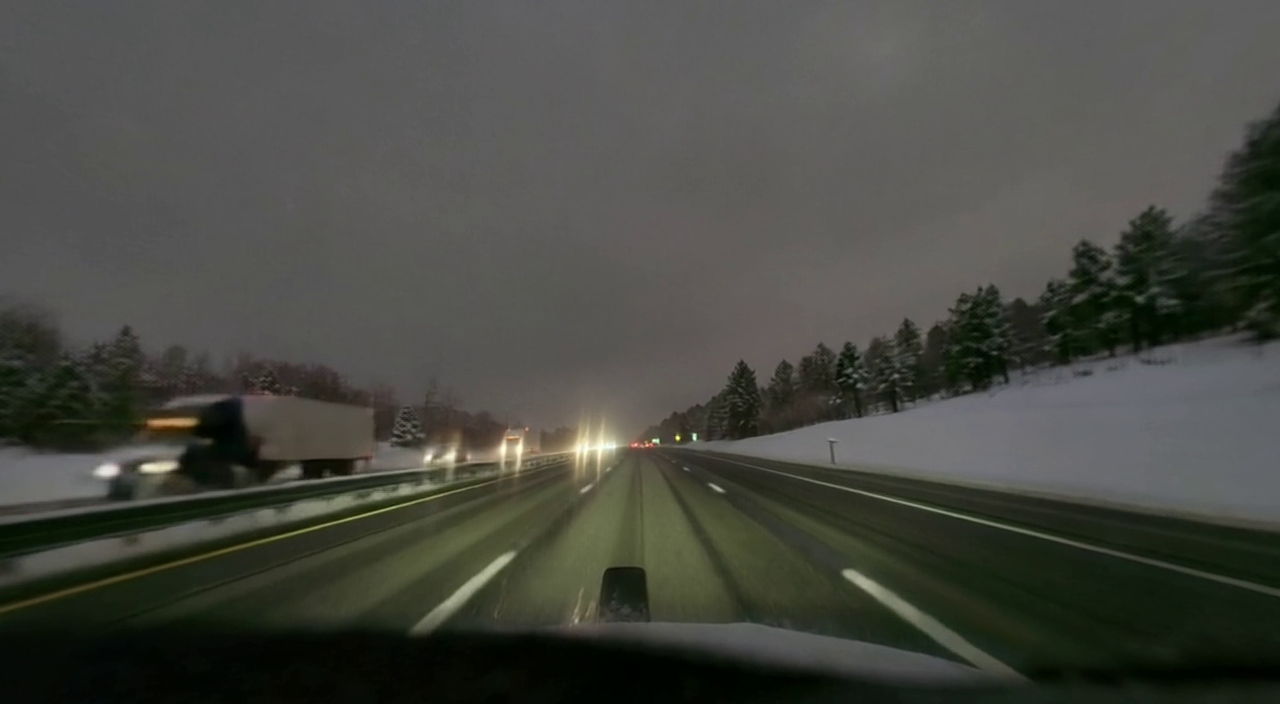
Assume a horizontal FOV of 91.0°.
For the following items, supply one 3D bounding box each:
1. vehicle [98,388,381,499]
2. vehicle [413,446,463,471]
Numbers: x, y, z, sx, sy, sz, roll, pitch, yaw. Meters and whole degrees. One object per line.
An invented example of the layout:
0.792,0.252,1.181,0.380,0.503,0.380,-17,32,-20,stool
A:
-18.230,4.592,31.653,3.275,4.067,16.823,0,-8,0,vehicle
-13.788,7.289,43.125,1.905,1.587,4.385,0,-8,0,vehicle
